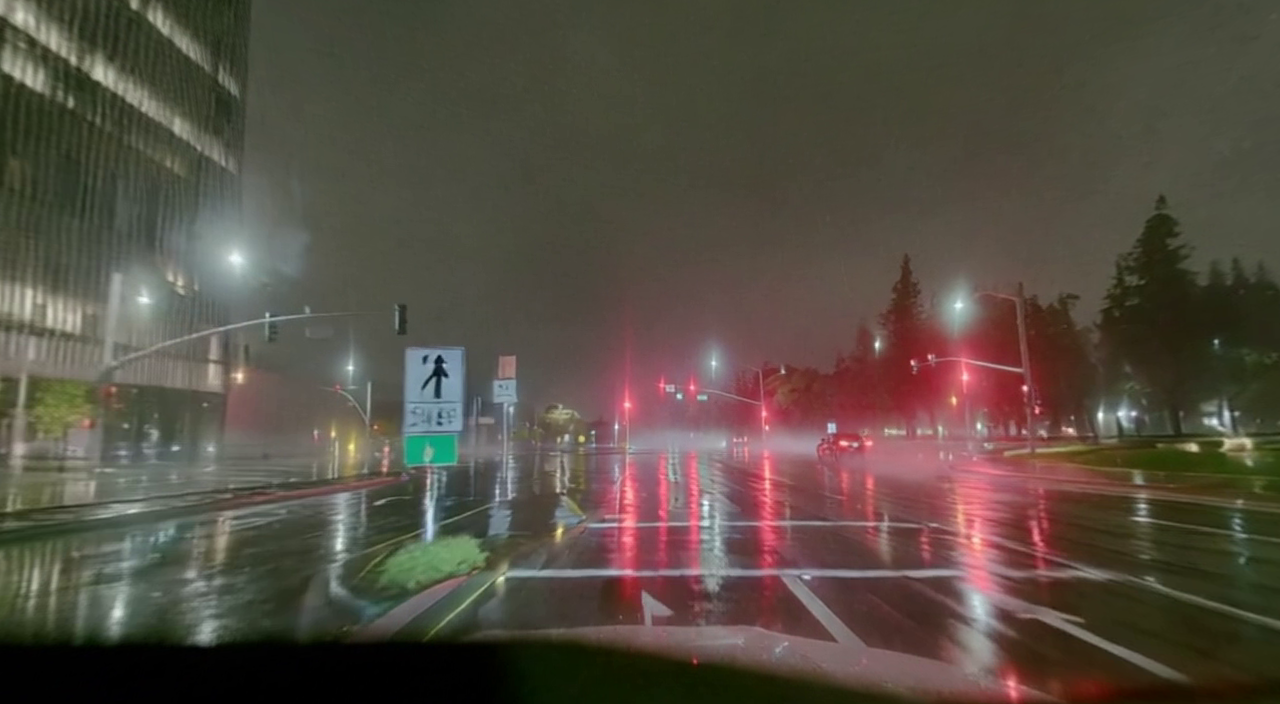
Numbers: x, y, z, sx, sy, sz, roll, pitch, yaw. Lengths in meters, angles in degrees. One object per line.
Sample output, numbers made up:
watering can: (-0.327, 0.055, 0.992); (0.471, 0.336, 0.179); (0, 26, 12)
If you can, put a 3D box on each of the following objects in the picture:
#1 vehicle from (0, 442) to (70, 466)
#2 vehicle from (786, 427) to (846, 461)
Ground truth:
vehicle: (-45.380, 7.510, 46.661); (4.412, 1.730, 2.068); (0, -9, 1)
vehicle: (10.418, 5.492, 37.798); (2.156, 1.881, 4.743); (0, -9, -1)
